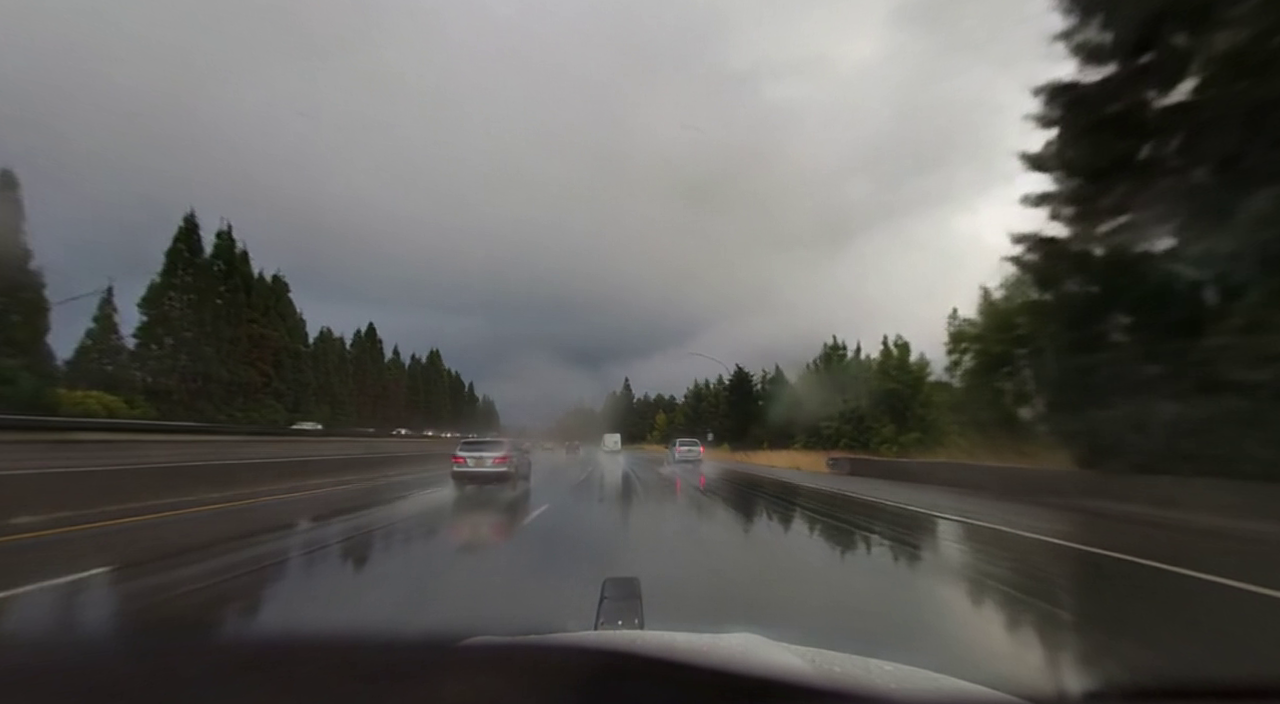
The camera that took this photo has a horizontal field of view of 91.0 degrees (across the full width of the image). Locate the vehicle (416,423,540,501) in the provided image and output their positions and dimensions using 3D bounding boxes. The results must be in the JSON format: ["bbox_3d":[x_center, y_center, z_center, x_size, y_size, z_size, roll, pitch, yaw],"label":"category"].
[{"bbox_3d":[-3.882,2.728,15.924,2.002,1.680,4.301,0,-9,0],"label":"vehicle"}]

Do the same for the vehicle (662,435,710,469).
[{"bbox_3d":[2.418,5.425,34.080,2.053,1.698,4.097,1,-9,-3],"label":"vehicle"}]
